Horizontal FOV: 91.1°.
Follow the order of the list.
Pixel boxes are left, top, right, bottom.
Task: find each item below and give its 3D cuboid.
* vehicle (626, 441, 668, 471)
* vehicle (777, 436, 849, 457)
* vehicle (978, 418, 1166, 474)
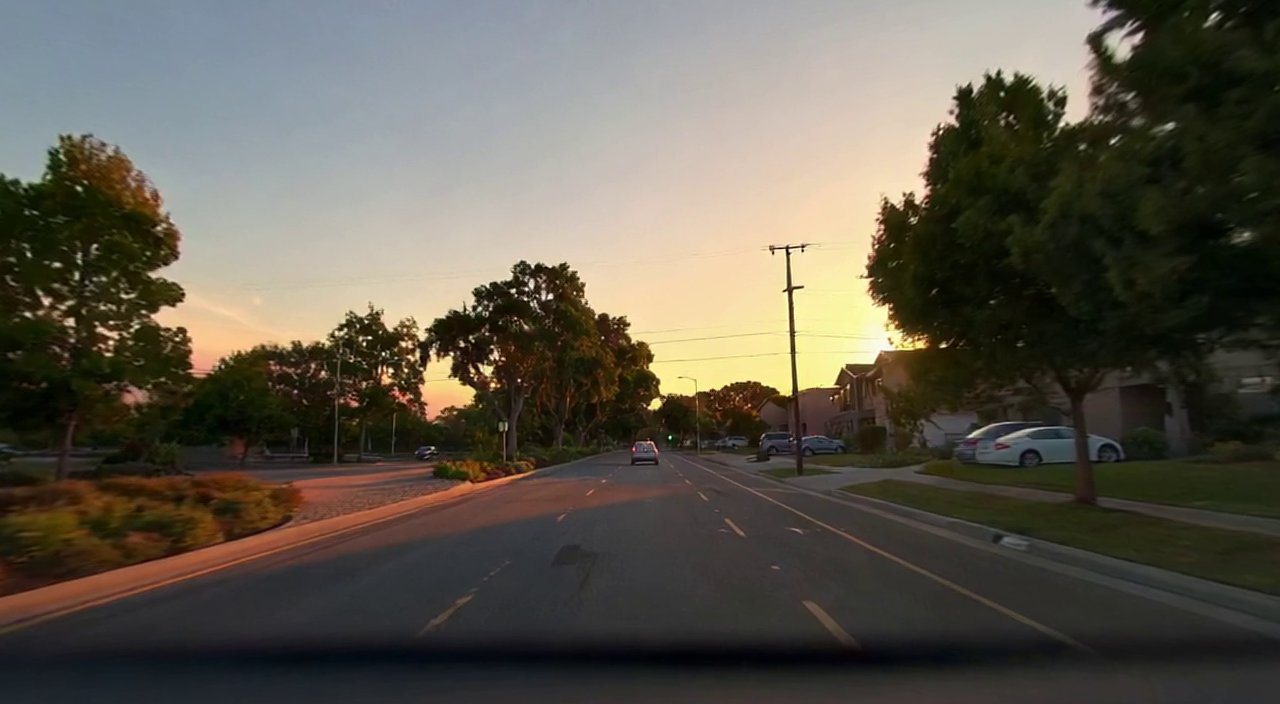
[{"bbox_3d":[0.368,5.501,33.355,2.054,1.456,4.003,0,-8,1],"label":"vehicle"},{"bbox_3d":[12.739,6.962,46.370,4.787,1.494,1.887,0,-8,0],"label":"vehicle"},{"bbox_3d":[13.577,2.952,19.962,4.447,1.519,1.955,-2,-6,1],"label":"vehicle"}]
